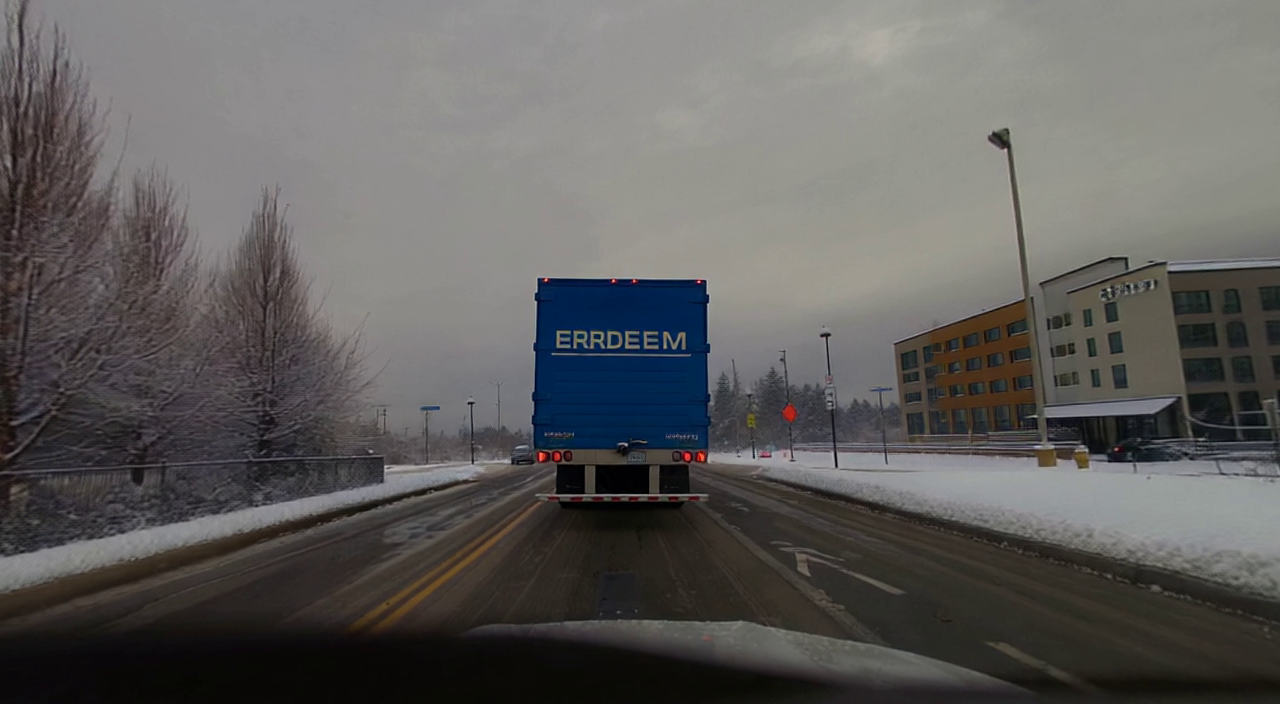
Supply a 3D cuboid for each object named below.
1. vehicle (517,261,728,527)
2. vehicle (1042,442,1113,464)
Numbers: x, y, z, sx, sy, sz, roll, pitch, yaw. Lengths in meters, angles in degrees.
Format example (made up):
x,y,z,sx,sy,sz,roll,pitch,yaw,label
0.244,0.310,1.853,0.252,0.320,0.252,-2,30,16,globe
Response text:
x,y,z,sx,sy,sz,roll,pitch,yaw,label
-0.212,1.162,13.457,2.876,3.724,9.351,0,-8,0,vehicle
31.366,7.216,45.151,1.652,1.423,3.797,5,-9,-36,vehicle
